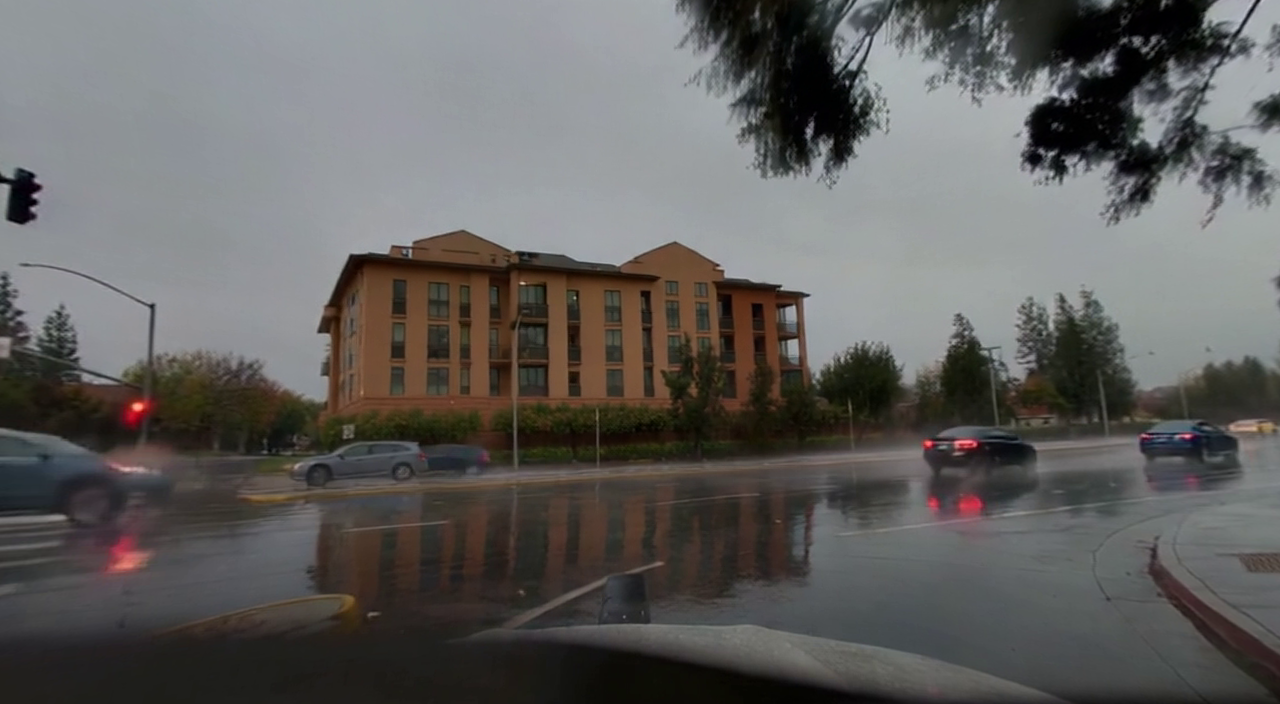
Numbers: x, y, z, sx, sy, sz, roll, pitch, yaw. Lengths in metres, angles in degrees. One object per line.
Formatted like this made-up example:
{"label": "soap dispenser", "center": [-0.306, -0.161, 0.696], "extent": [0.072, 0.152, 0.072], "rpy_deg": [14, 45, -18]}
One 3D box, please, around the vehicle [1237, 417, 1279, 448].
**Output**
{"label": "vehicle", "center": [37.339, 4.758, 36.981], "extent": [4.711, 1.688, 1.915], "rpy_deg": [5, -10, -30]}

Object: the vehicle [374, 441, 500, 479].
{"label": "vehicle", "center": [-8.623, 4.577, 26.943], "extent": [4.751, 1.487, 1.888], "rpy_deg": [5, -10, -30]}

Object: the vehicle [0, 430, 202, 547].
{"label": "vehicle", "center": [-9.701, 2.032, 9.610], "extent": [4.734, 1.633, 1.829], "rpy_deg": [4, -9, -30]}

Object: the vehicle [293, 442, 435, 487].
{"label": "vehicle", "center": [-9.653, 3.894, 22.154], "extent": [4.289, 1.415, 1.774], "rpy_deg": [5, -10, -31]}

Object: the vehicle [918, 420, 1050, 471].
{"label": "vehicle", "center": [12.652, 3.426, 23.140], "extent": [4.683, 1.678, 1.981], "rpy_deg": [5, -10, -30]}

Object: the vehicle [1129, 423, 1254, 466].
{"label": "vehicle", "center": [20.304, 3.397, 23.199], "extent": [4.521, 1.433, 1.943], "rpy_deg": [5, -10, -29]}
